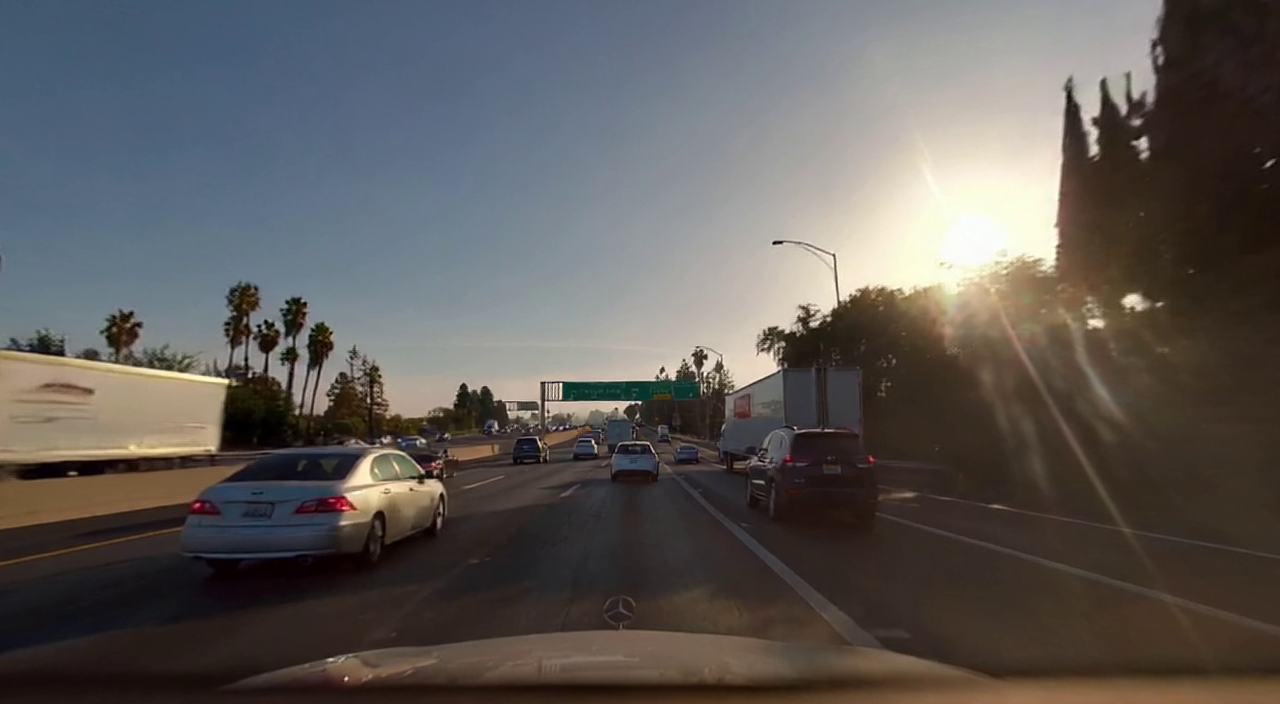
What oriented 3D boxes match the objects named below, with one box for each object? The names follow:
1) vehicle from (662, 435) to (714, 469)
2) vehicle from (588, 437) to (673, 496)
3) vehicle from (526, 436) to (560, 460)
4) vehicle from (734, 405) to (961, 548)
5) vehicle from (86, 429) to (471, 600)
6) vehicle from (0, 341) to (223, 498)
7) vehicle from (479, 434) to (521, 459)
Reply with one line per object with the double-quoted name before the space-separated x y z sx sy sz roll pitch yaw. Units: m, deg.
"vehicle" 2.727 5.851 37.152 2.476 1.843 5.652 0 -8 -2
"vehicle" -0.280 3.199 17.989 2.136 1.470 3.971 0 -8 -1
"vehicle" -7.204 7.174 47.049 2.018 1.675 4.281 0 -8 -2
"vehicle" 3.091 1.979 10.641 2.173 1.870 4.499 0 -8 -1
"vehicle" -3.645 1.696 7.571 1.998 1.423 4.436 0 -8 0
"vehicle" -17.778 2.137 18.792 3.177 3.891 11.315 0 -8 -2
"vehicle" -10.241 6.970 46.452 2.131 1.792 4.757 0 -8 -1
